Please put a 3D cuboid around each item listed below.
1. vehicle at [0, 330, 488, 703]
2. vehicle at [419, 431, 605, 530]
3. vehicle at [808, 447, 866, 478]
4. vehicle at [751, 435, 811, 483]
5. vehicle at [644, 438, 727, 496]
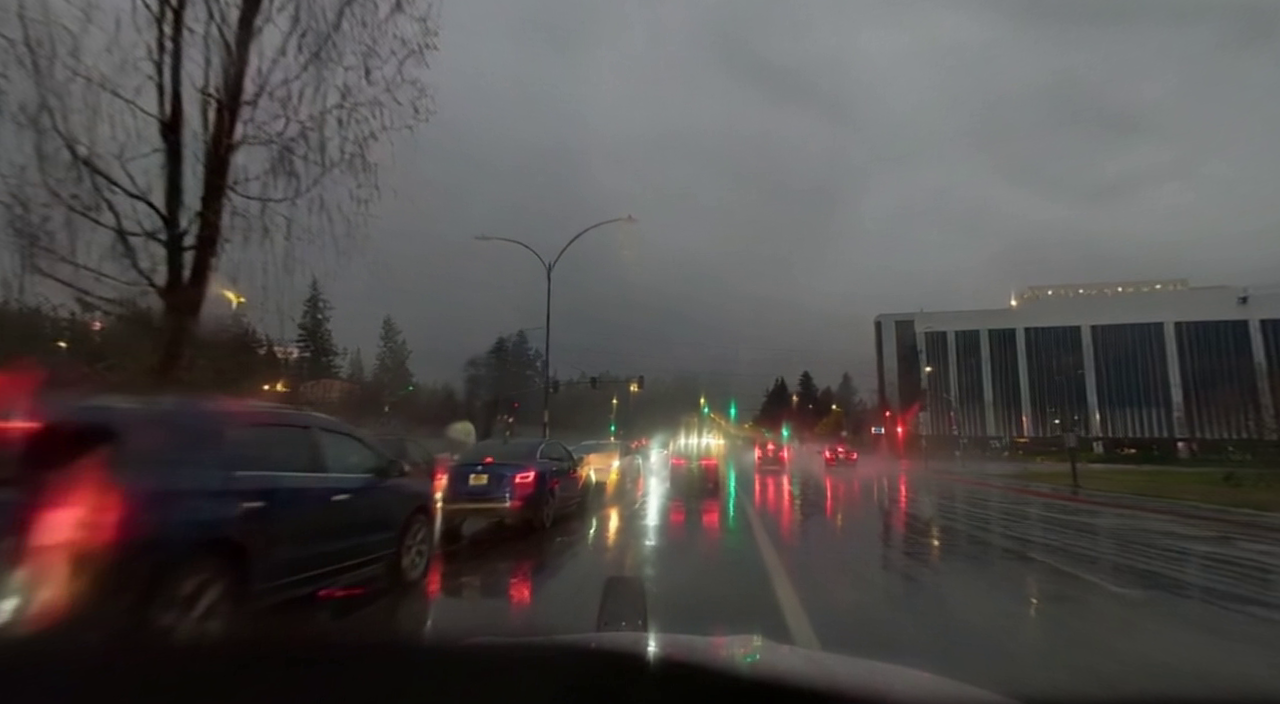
[{"bbox_3d":[-3.209,1.180,5.305,2.142,1.834,4.588,-2,-9,9],"label":"vehicle"},{"bbox_3d":[-2.187,2.388,12.221,2.068,1.525,4.452,-2,-9,9],"label":"vehicle"},{"bbox_3d":[10.406,5.865,33.549,2.120,1.497,4.323,-1,-9,6],"label":"vehicle"},{"bbox_3d":[5.836,4.470,26.517,2.102,1.815,4.716,-1,-9,8],"label":"vehicle"},{"bbox_3d":[1.541,3.425,19.195,2.205,1.537,4.895,-1,-9,8],"label":"vehicle"}]
